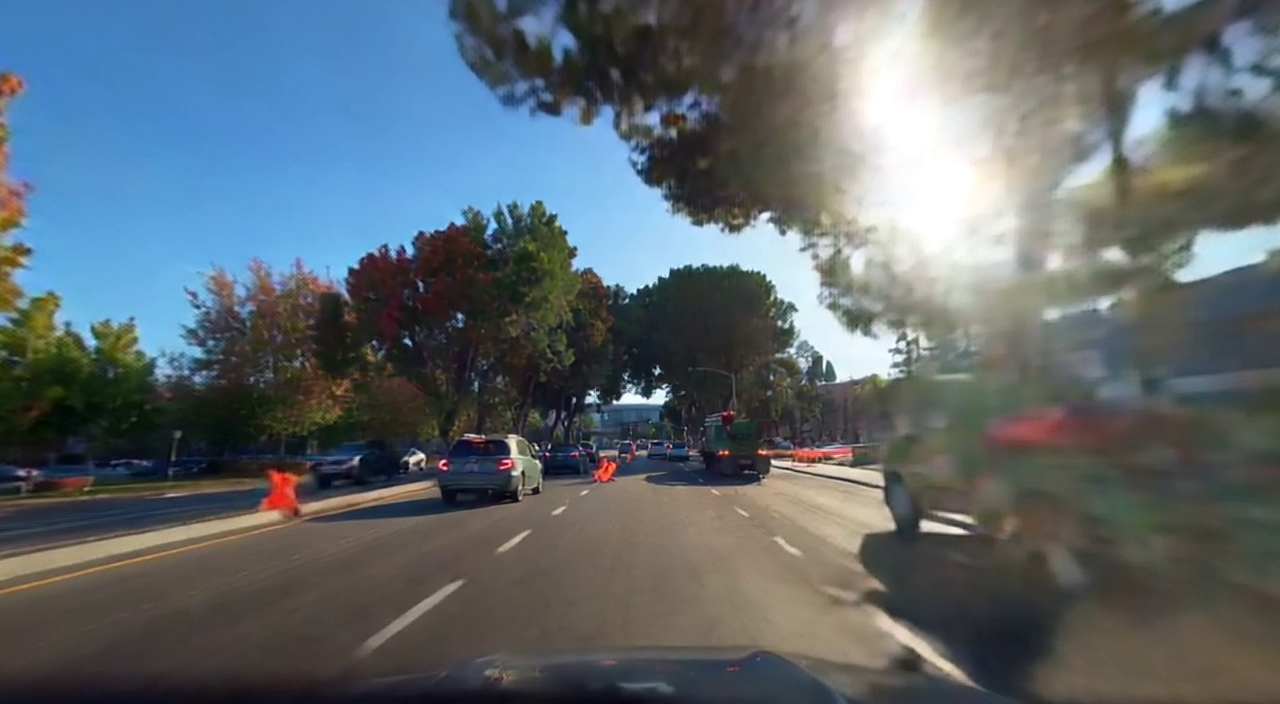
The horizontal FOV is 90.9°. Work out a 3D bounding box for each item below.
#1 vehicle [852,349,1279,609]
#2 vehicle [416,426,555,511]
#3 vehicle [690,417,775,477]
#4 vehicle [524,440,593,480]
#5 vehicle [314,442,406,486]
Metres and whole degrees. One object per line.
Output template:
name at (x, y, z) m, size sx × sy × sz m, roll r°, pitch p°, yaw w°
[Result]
vehicle at (5.435, 1.577, 8.877) m, size 2.653 × 2.231 × 6.793 m, roll 0°, pitch -8°, yaw 1°
vehicle at (-3.400, 2.658, 14.880) m, size 2.038 × 1.682 × 4.399 m, roll 0°, pitch -8°, yaw 2°
vehicle at (4.181, 4.575, 30.461) m, size 2.760 × 2.465 × 7.936 m, roll 0°, pitch -8°, yaw -1°
vehicle at (-3.239, 4.407, 26.047) m, size 2.107 × 1.482 × 4.674 m, roll 0°, pitch -8°, yaw 1°
vehicle at (-12.278, 4.918, 27.981) m, size 1.920 × 1.758 × 4.452 m, roll 0°, pitch -8°, yaw 1°
